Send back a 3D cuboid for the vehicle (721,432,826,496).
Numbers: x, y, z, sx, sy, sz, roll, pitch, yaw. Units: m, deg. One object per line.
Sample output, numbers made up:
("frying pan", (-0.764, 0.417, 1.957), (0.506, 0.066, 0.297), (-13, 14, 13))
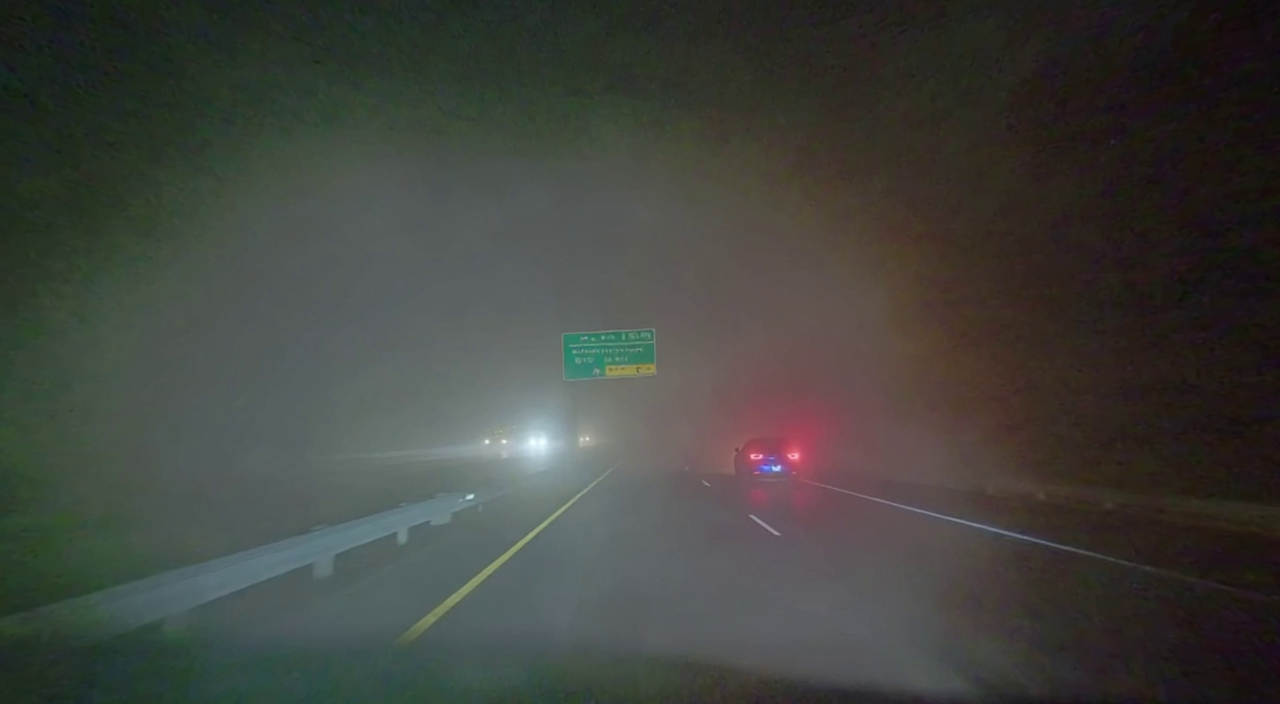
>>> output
("vehicle", (3.519, 3.036, 17.440), (1.997, 1.515, 4.025), (0, -8, 0))
